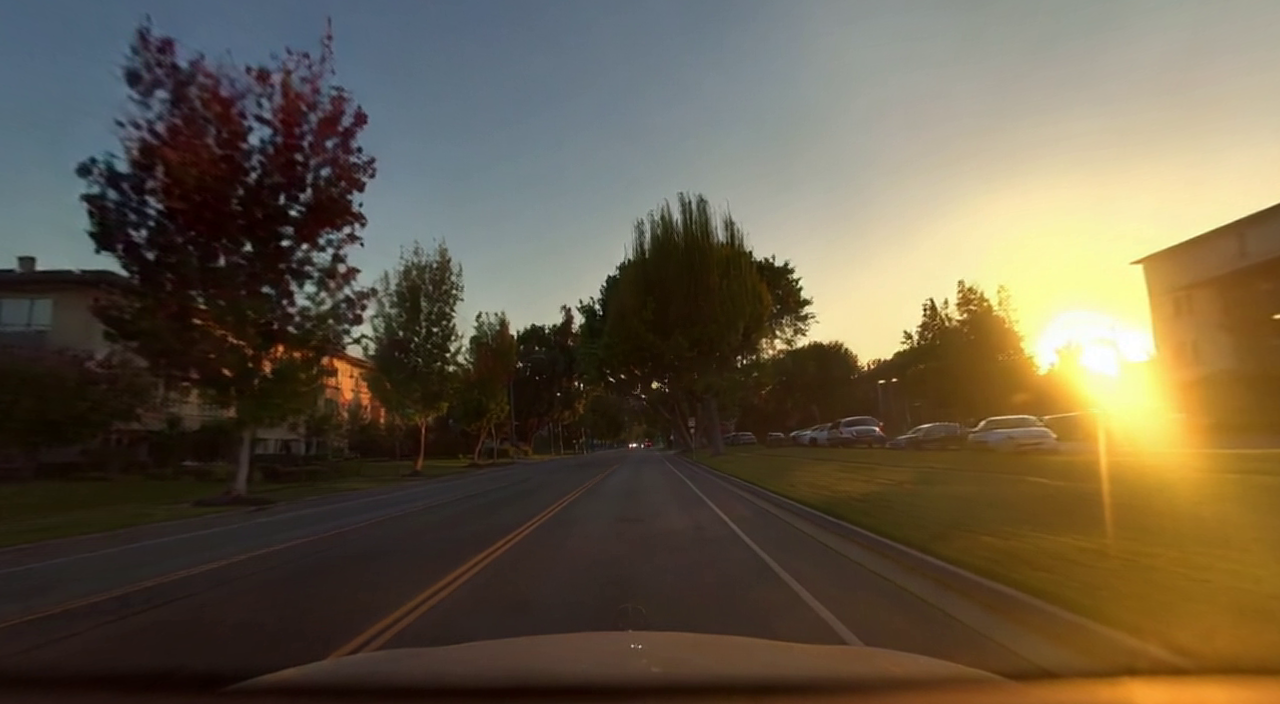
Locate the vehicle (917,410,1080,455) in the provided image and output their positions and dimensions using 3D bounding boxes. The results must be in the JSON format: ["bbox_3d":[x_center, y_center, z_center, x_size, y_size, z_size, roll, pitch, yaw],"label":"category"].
[{"bbox_3d":[12.624,2.886,22.388,4.529,1.490,2.168,1,-8,-6],"label":"vehicle"}]

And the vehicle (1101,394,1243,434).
[{"bbox_3d":[25.674,3.039,30.547,4.864,1.797,2.150,0,-8,0],"label":"vehicle"}]
